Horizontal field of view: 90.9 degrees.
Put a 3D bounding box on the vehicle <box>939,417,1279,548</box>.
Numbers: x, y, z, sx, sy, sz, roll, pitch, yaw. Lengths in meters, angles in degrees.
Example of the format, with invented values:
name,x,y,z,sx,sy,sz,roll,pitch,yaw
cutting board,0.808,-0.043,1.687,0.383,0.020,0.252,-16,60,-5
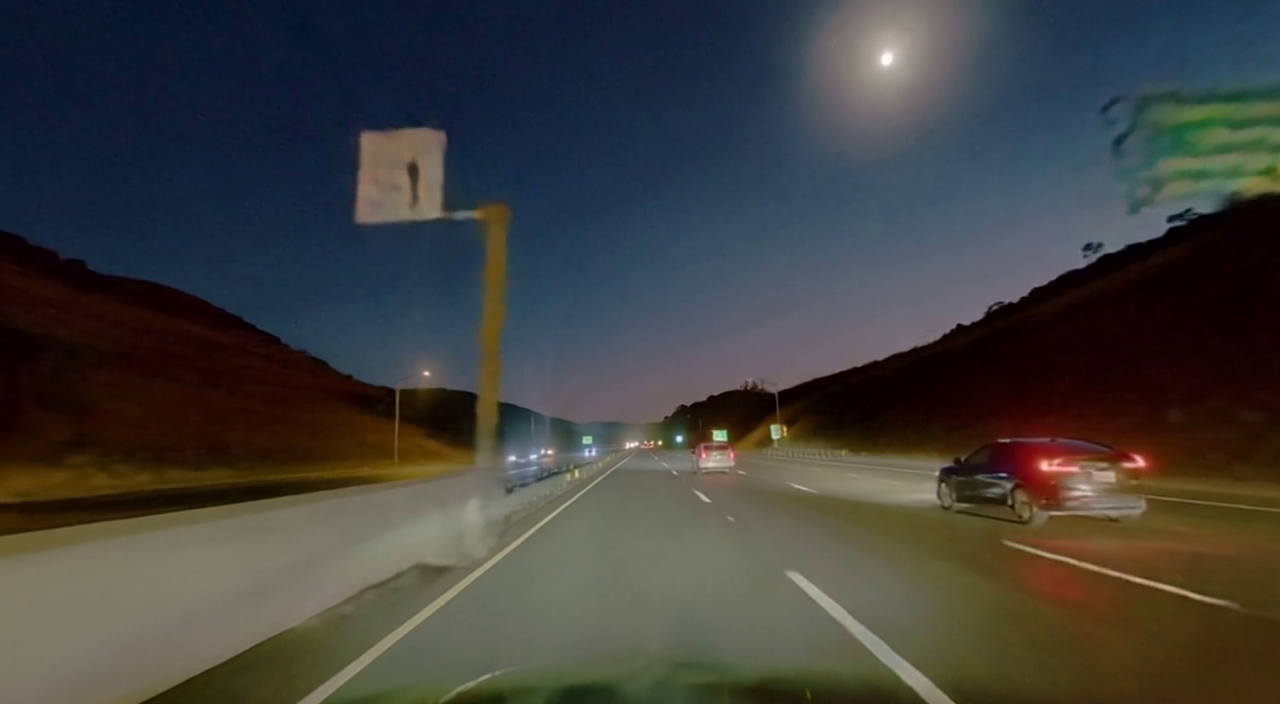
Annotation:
name,x,y,z,sx,sy,sz,roll,pitch,yaw
vehicle,6.864,1.892,9.901,1.988,1.530,4.777,0,-8,0

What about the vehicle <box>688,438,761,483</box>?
name,x,y,z,sx,sy,sz,roll,pitch,yaw
vehicle,2.927,3.863,22.804,2.044,1.444,4.216,0,-8,0

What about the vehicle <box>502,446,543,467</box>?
name,x,y,z,sx,sy,sz,roll,pitch,yaw
vehicle,-8.835,7.870,47.851,2.208,1.447,4.764,-1,-8,1
